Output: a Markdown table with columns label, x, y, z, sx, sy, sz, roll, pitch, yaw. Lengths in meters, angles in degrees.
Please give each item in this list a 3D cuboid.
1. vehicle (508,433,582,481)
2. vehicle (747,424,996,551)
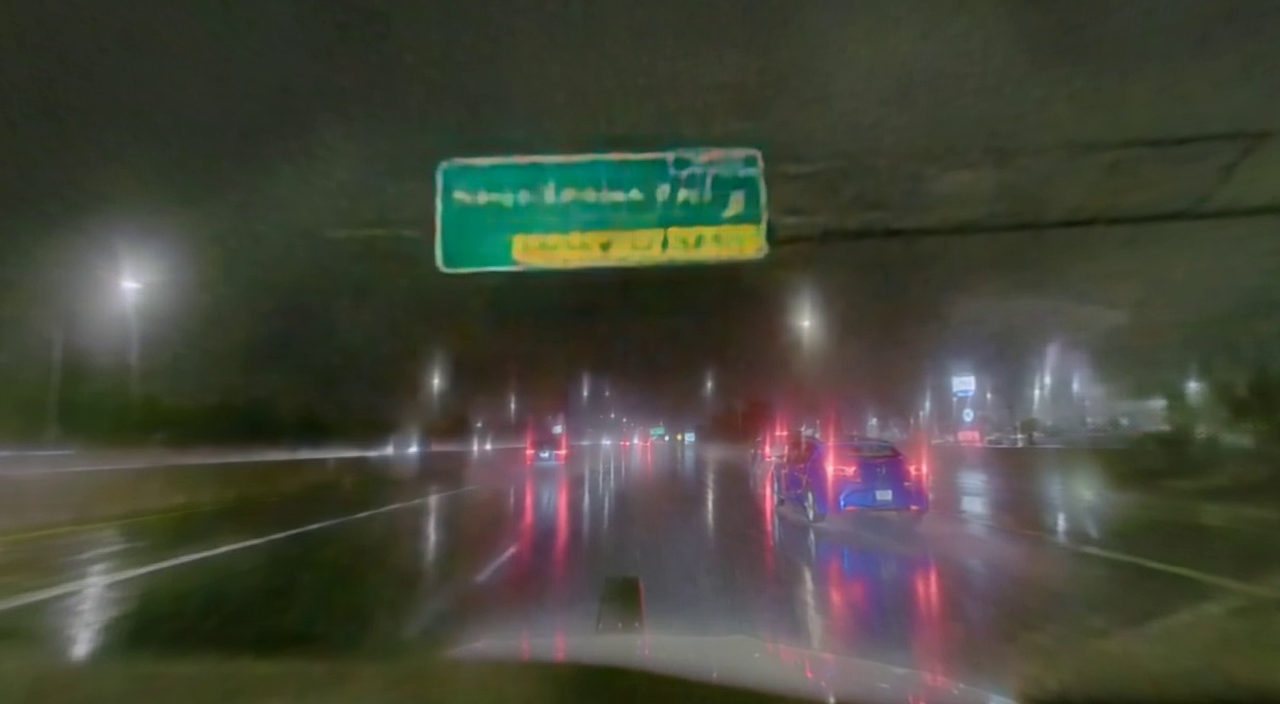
| label | x | y | z | sx | sy | sz | roll | pitch | yaw |
| --- | --- | --- | --- | --- | --- | --- | --- | --- | --- |
| vehicle | -3.711 | 4.195 | 25.507 | 2.193 | 1.746 | 4.512 | 0 | -8 | 1 |
| vehicle | 3.304 | 2.047 | 10.360 | 2.107 | 1.550 | 4.949 | 0 | -8 | -1 |
